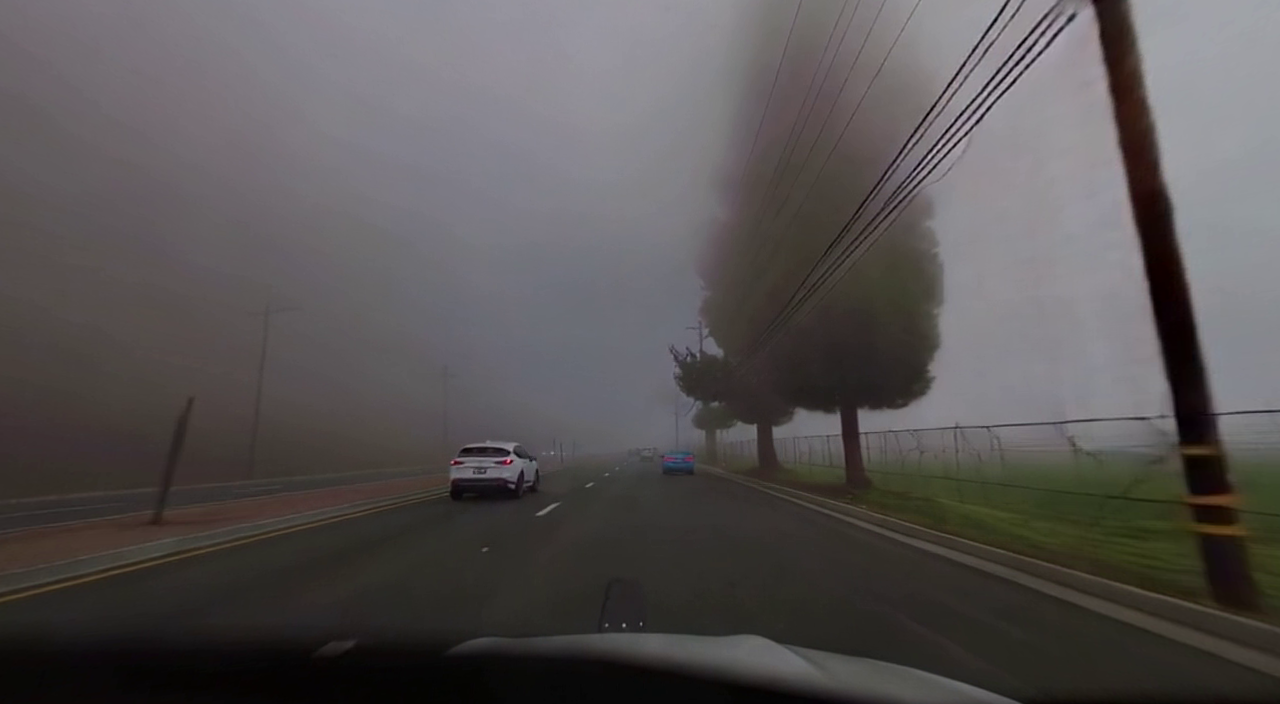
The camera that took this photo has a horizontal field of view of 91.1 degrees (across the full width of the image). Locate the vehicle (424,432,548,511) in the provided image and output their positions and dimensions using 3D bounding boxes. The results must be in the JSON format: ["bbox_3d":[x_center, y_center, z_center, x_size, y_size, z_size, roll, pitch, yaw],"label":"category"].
[{"bbox_3d":[-3.684,2.947,15.957,1.950,1.692,4.397,0,-8,1],"label":"vehicle"}]

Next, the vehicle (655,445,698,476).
[{"bbox_3d":[1.857,5.693,33.144,2.059,1.486,3.980,0,-8,1],"label":"vehicle"}]
